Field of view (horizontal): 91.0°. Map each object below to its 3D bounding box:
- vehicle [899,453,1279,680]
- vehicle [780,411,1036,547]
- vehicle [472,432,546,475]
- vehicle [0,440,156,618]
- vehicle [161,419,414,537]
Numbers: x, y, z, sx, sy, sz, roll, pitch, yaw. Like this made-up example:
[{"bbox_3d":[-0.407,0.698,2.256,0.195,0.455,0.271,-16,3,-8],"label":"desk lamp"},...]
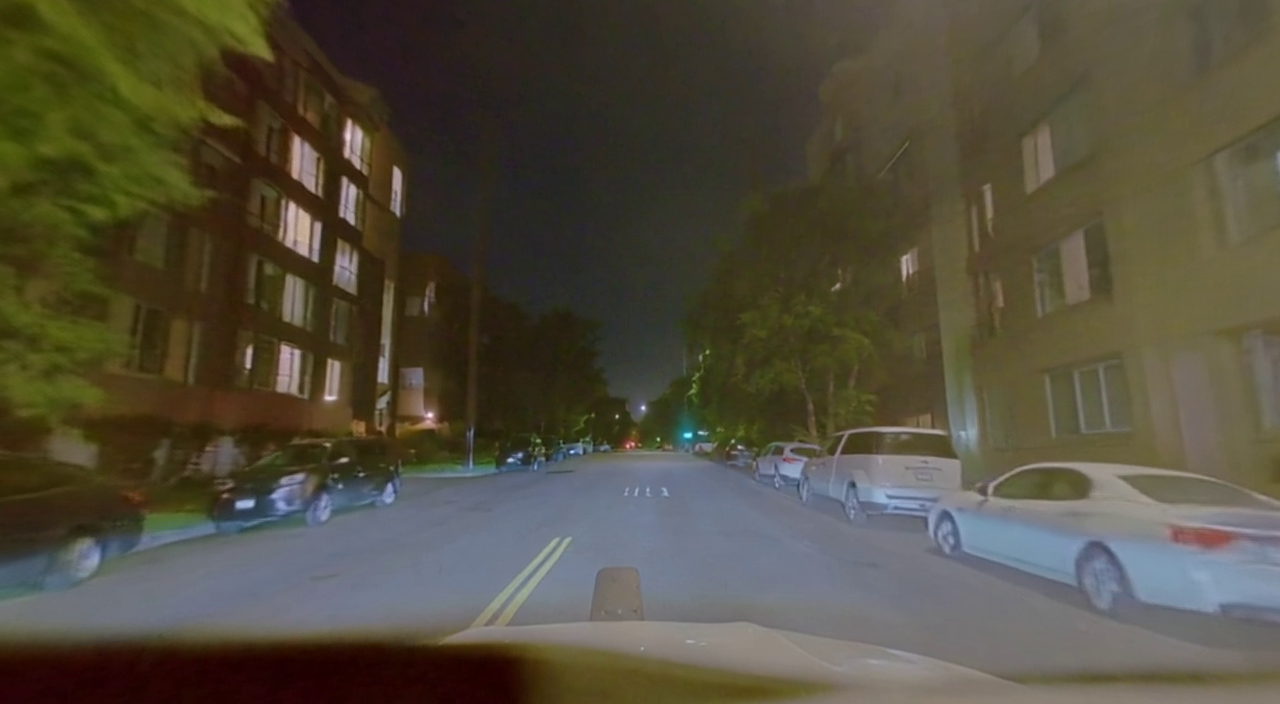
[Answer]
[{"bbox_3d":[4.562,1.752,6.389,1.823,1.393,4.584,0,-9,-1],"label":"vehicle"},{"bbox_3d":[4.592,2.326,12.290,2.365,1.970,6.011,0,-9,0],"label":"vehicle"},{"bbox_3d":[-6.333,5.060,31.144,2.384,1.781,5.492,-3,-10,1],"label":"vehicle"},{"bbox_3d":[-6.579,1.473,4.862,2.067,1.510,4.501,-2,-9,0],"label":"vehicle"},{"bbox_3d":[-6.700,2.508,12.916,2.235,1.802,5.138,-3,-10,0],"label":"vehicle"}]
